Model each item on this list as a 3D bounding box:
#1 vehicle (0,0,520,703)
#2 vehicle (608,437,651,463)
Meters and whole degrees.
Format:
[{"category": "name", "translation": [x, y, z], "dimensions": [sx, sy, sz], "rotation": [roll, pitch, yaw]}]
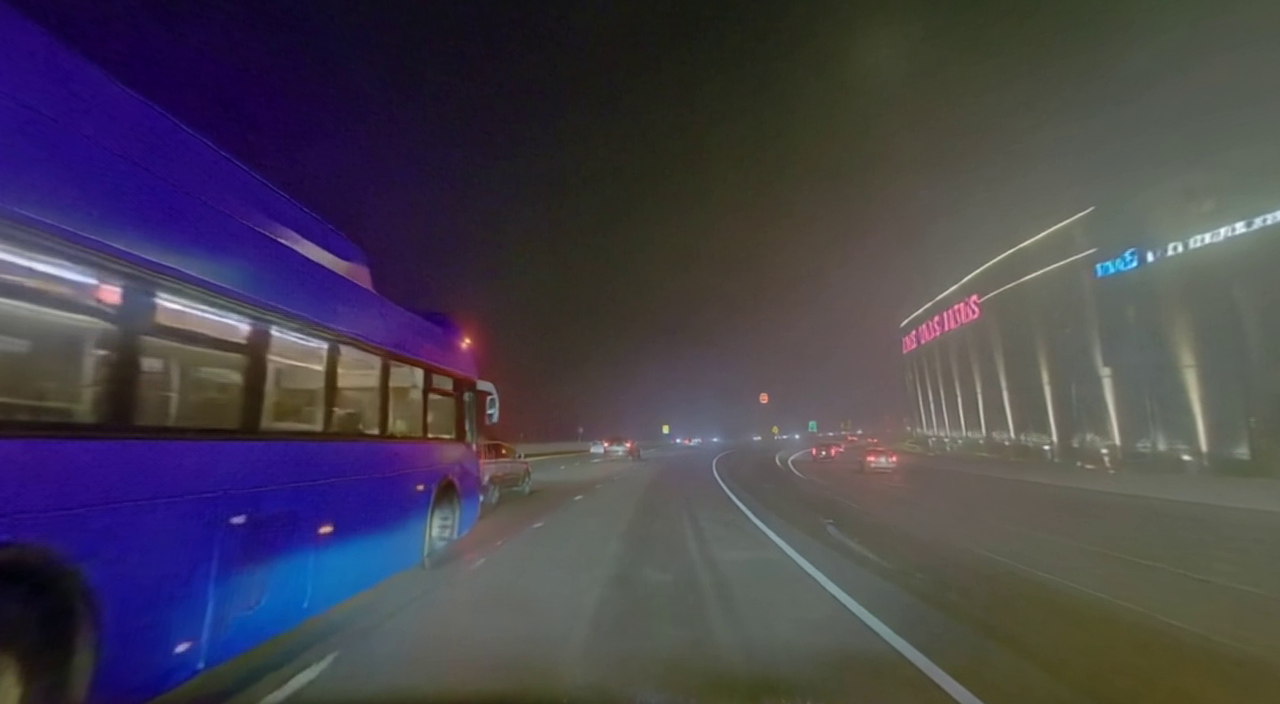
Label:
[{"category": "vehicle", "translation": [-3.270, 0.534, 4.701], "dimensions": [2.888, 2.944, 8.373], "rotation": [-1, -9, 2]}, {"category": "vehicle", "translation": [-0.586, 5.939, 38.311], "dimensions": [1.928, 1.455, 4.361], "rotation": [-2, -9, 8]}]
